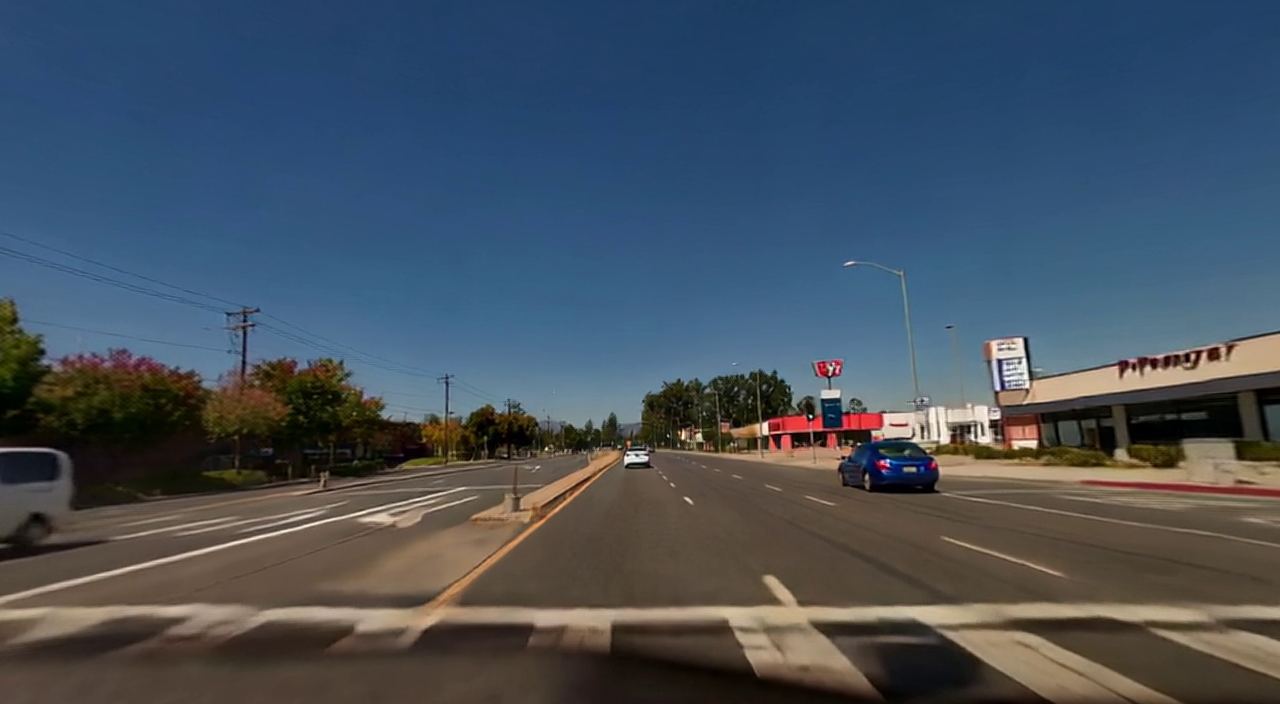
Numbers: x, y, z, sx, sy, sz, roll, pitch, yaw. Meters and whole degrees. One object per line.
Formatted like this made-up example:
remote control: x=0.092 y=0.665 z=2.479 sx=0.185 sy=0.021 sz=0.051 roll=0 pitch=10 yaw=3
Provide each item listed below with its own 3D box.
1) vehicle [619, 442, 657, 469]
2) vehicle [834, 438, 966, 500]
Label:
vehicle: x=-0.158 y=5.960 z=36.632 sx=2.027 sy=1.494 sz=3.942 roll=0 pitch=-8 yaw=-1
vehicle: x=6.847 y=3.083 z=17.185 sx=1.849 sy=1.464 sz=4.119 roll=0 pitch=-8 yaw=0
